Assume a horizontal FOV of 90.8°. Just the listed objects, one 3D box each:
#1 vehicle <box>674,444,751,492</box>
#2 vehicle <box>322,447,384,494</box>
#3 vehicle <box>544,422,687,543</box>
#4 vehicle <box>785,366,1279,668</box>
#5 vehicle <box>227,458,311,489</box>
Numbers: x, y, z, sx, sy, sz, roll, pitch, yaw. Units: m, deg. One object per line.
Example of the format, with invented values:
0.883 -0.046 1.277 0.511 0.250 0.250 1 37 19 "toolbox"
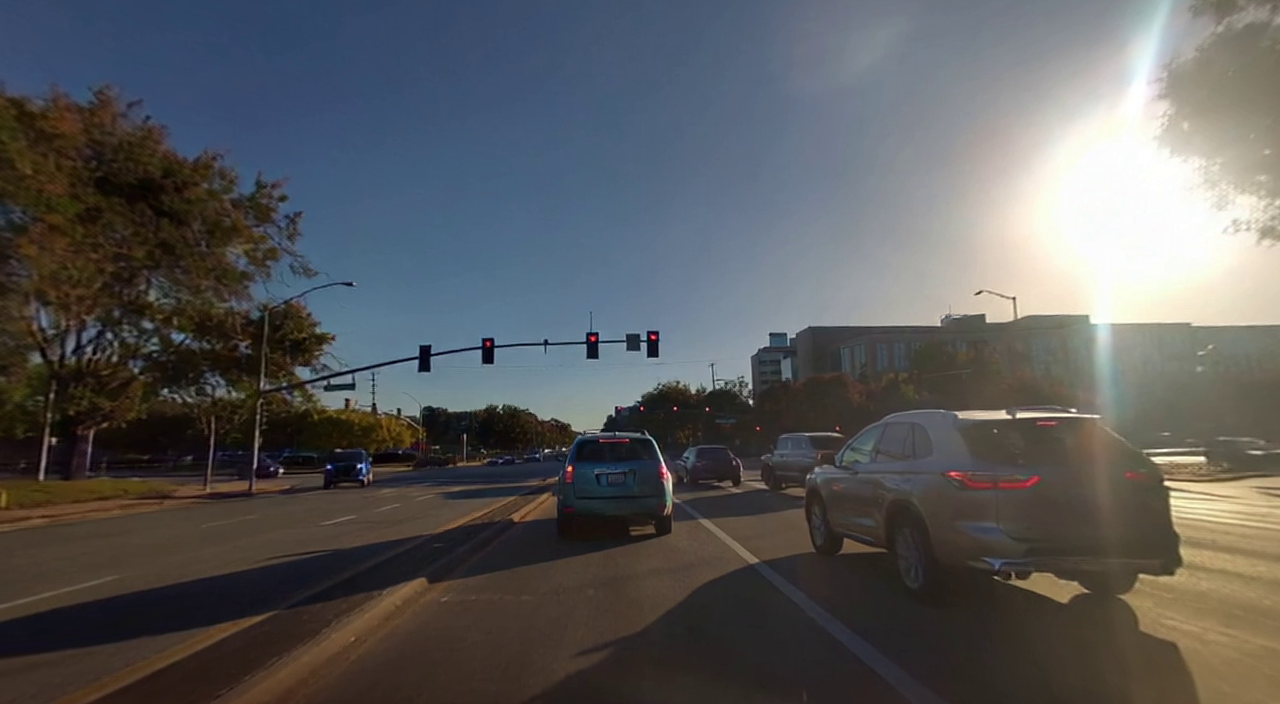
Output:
2.378 3.927 21.838 1.900 1.459 4.260 0 -9 -3 "vehicle"
-13.540 5.475 29.672 2.354 1.949 4.905 4 -9 -25 "vehicle"
-0.388 2.172 11.151 2.039 1.698 4.144 0 -9 -1 "vehicle"
3.096 1.305 6.064 2.228 1.798 4.370 0 -9 -2 "vehicle"
-23.901 7.792 40.690 4.802 1.771 2.060 -4 -9 22 "vehicle"
